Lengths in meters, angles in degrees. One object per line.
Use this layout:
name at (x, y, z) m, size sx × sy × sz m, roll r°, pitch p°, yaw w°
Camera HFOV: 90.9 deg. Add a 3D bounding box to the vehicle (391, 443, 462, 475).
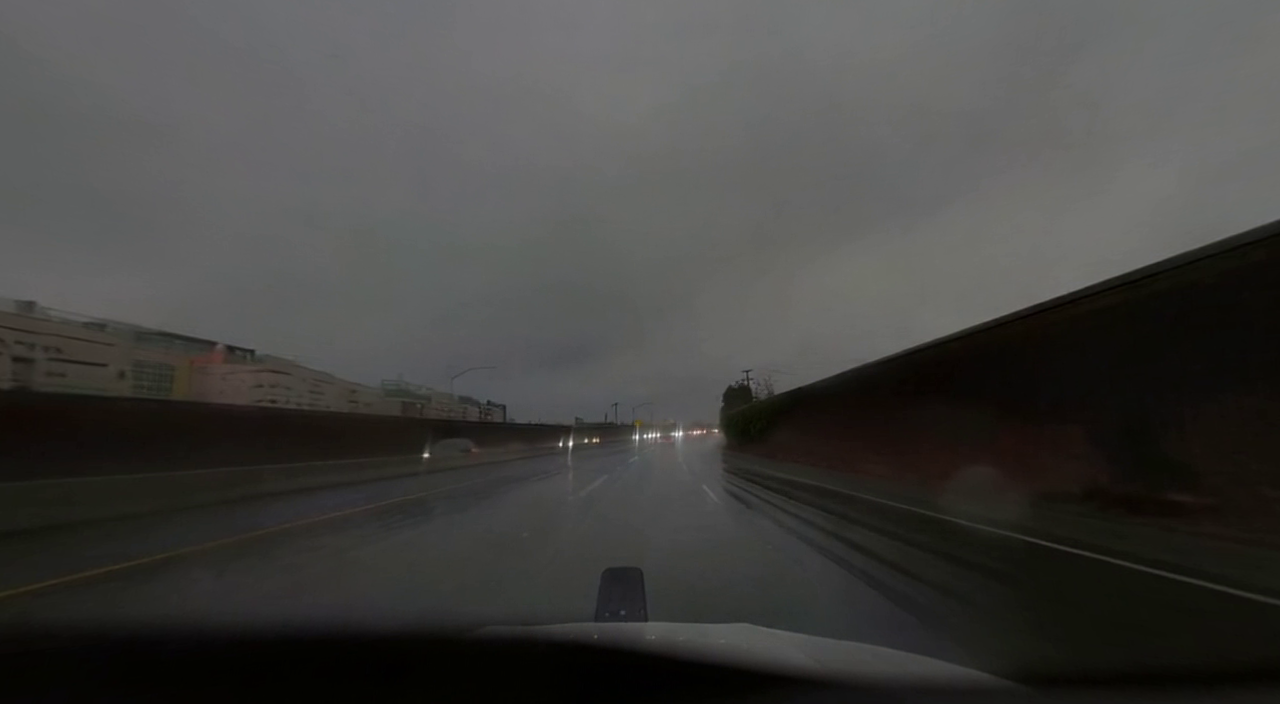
vehicle at (-10.563, 5.287, 31.553) m, size 1.886 × 1.454 × 4.563 m, roll 0°, pitch -8°, yaw 1°
